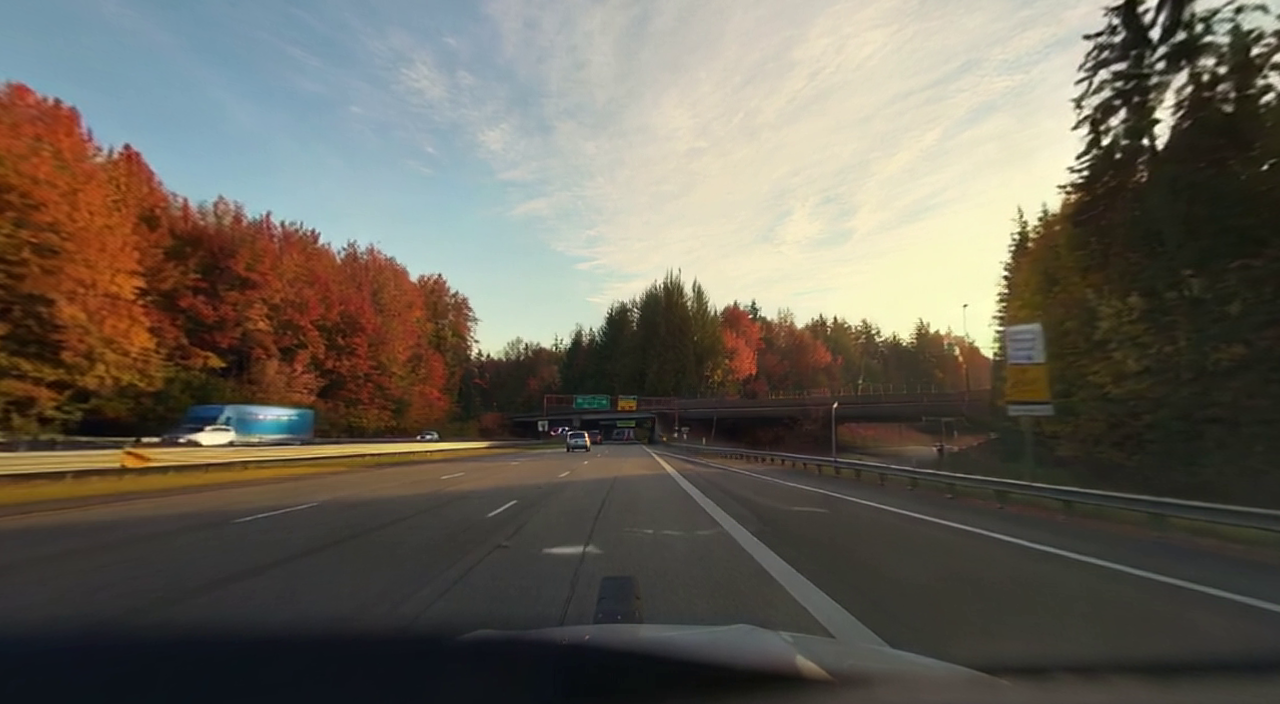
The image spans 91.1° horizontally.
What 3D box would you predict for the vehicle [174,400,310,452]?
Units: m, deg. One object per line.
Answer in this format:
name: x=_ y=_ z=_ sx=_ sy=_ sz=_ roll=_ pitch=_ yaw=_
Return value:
vehicle: x=-25.874 y=4.960 z=41.614 sx=2.968 sy=3.038 sz=9.055 roll=0 pitch=-8 yaw=1
